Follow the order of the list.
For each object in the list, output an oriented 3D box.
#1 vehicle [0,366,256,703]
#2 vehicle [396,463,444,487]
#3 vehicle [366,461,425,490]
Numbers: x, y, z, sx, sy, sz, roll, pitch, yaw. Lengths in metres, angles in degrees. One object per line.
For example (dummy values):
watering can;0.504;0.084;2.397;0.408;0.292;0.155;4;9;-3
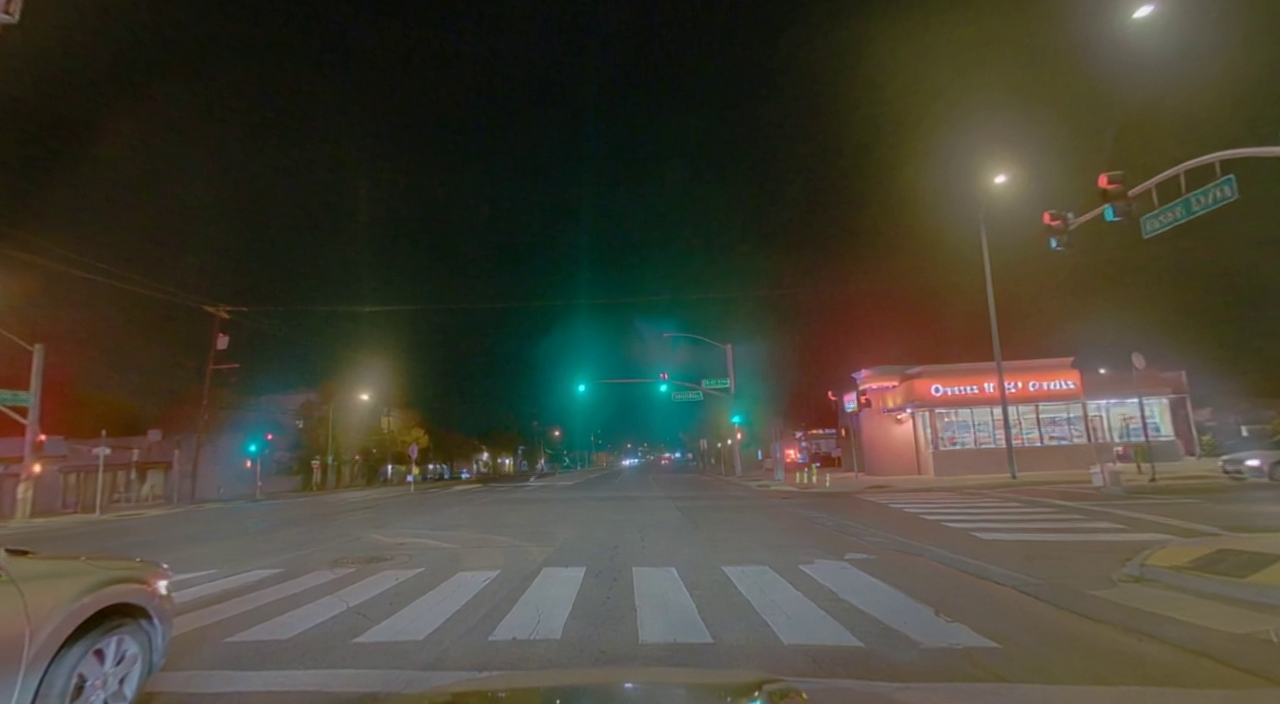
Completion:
vehicle;-3.413;0.747;1.413;2.081;1.644;4.523;0;-9;2
vehicle;-15.755;8.833;45.406;1.931;1.471;4.152;0;-9;0
vehicle;-19.216;9.703;49.785;2.227;2.033;5.614;0;-9;2
